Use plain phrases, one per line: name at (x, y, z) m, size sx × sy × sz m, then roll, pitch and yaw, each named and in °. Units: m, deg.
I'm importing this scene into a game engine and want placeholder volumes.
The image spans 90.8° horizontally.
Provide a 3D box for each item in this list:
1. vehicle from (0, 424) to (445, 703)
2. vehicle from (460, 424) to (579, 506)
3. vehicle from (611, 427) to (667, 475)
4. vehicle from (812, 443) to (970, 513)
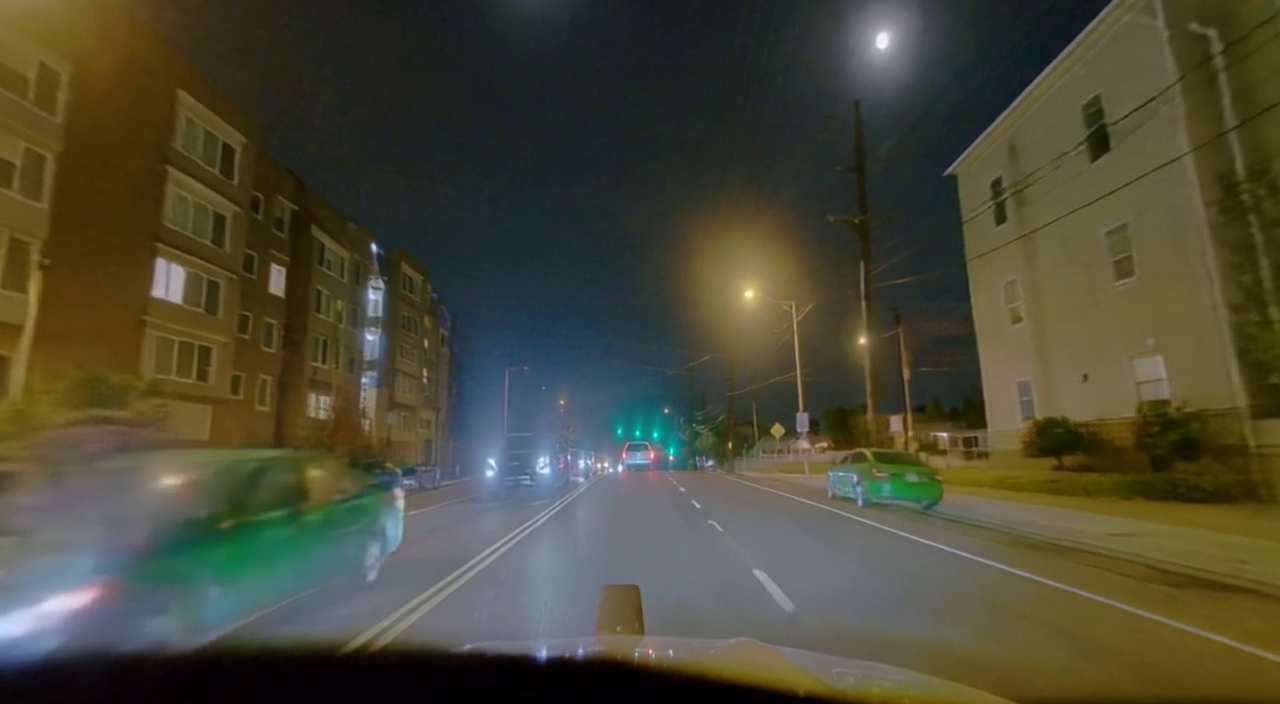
vehicle at (-3.296, 1.375, 4.849) m, size 2.057 × 1.476 × 4.593 m, roll 0°, pitch -8°, yaw 1°
vehicle at (-2.996, 2.959, 16.964) m, size 2.178 × 1.861 × 4.920 m, roll 0°, pitch -8°, yaw 0°
vehicle at (-0.009, 4.494, 28.489) m, size 2.308 × 1.940 × 4.125 m, roll -1°, pitch -10°, yaw 1°
vehicle at (6.083, 3.084, 16.066) m, size 1.943 × 1.490 × 4.783 m, roll 0°, pitch -8°, yaw -2°
